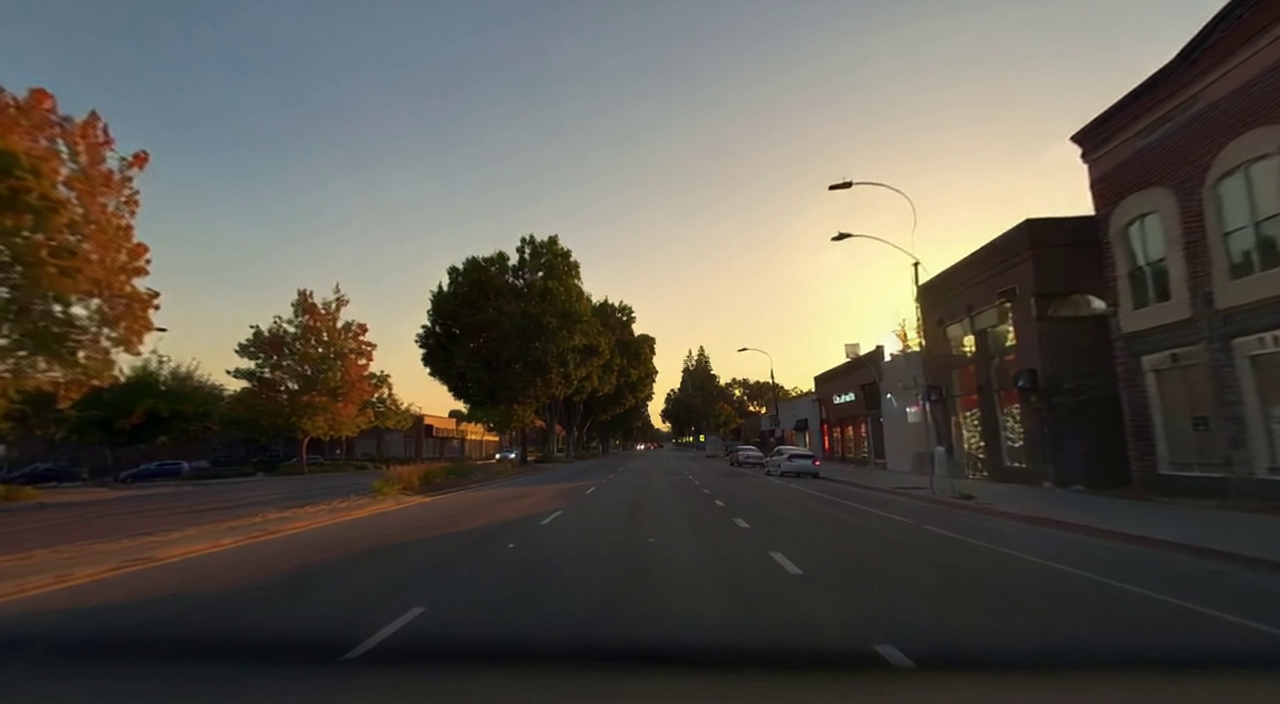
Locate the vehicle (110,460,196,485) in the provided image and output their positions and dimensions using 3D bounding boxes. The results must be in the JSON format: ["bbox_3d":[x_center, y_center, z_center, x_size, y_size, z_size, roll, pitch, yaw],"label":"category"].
[{"bbox_3d":[-34.806,8.625,45.147,4.405,1.458,1.990,-2,-9,-4],"label":"vehicle"}]

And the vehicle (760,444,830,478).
[{"bbox_3d":[7.382,5.210,30.593,2.119,1.458,4.965,1,-8,0],"label":"vehicle"}]

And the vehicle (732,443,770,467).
[{"bbox_3d":[7.666,7.151,44.043,1.923,1.498,4.676,1,-8,2],"label":"vehicle"}]
